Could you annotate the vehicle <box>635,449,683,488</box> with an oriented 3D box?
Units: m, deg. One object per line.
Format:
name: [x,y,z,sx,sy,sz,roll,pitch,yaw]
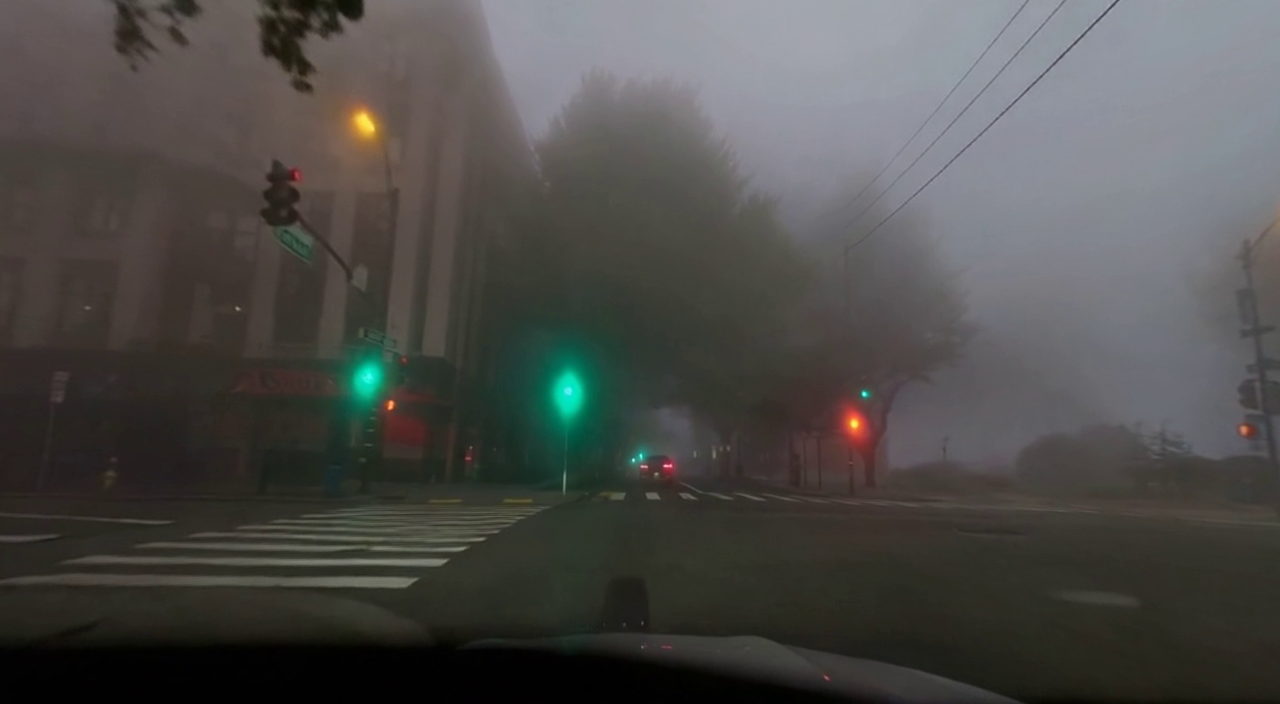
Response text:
vehicle: [0.835,5.318,29.041,2.079,1.621,3.861,0,-8,0]
